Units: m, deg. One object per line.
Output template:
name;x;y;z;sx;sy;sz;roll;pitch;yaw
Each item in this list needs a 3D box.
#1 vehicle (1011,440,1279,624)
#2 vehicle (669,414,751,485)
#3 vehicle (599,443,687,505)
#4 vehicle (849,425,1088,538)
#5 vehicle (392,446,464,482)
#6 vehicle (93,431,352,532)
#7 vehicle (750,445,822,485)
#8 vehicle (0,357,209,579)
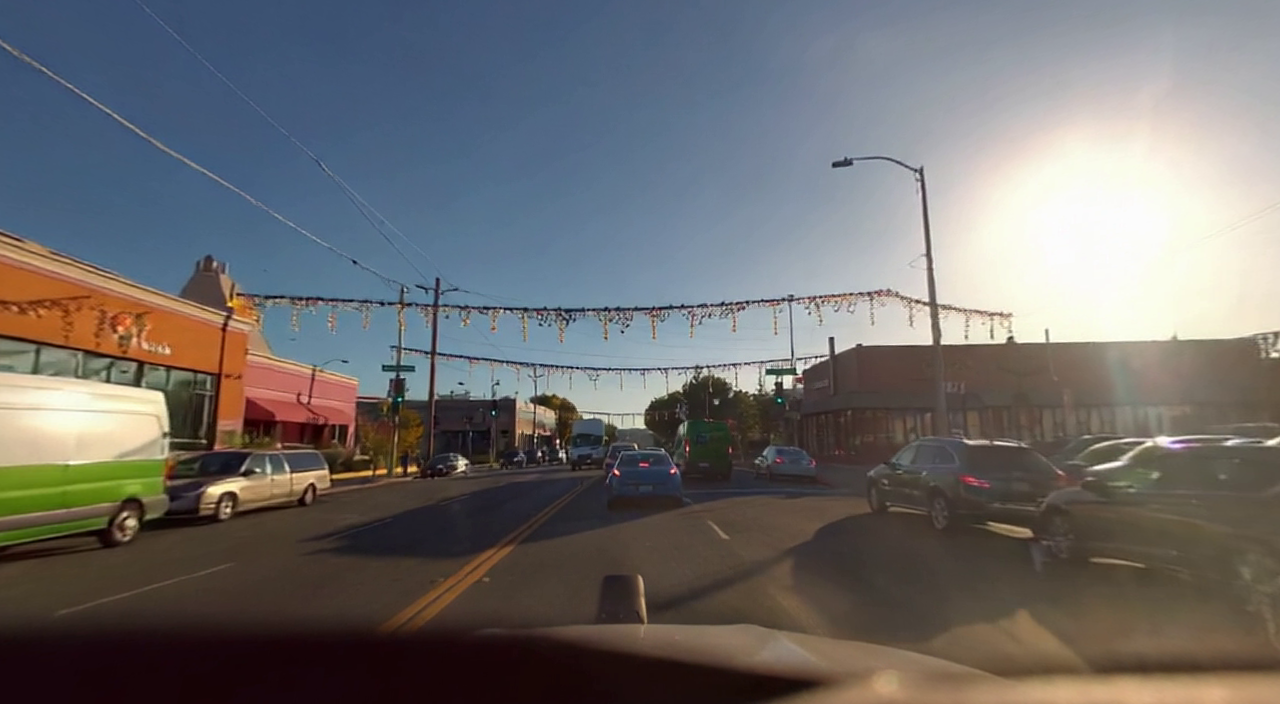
vehicle;6.120;1.662;6.393;1.876;1.471;4.657;0;-9;0
vehicle;2.700;4.045;26.143;2.649;2.583;5.800;0;-9;-1
vehicle;0.011;3.299;17.472;2.112;1.464;4.411;0;-9;-2
vehicle;6.068;2.472;12.624;2.079;1.788;4.974;0;-9;0
vehicle;-9.867;5.265;29.752;1.962;1.529;4.109;2;-10;-1
vehicle;-9.439;2.984;15.224;2.385;1.915;5.803;0;-9;-1
vehicle;5.891;4.616;25.990;1.824;1.481;4.057;0;-9;-3
vehicle;-9.326;1.569;8.598;2.724;2.739;5.663;0;-9;1
